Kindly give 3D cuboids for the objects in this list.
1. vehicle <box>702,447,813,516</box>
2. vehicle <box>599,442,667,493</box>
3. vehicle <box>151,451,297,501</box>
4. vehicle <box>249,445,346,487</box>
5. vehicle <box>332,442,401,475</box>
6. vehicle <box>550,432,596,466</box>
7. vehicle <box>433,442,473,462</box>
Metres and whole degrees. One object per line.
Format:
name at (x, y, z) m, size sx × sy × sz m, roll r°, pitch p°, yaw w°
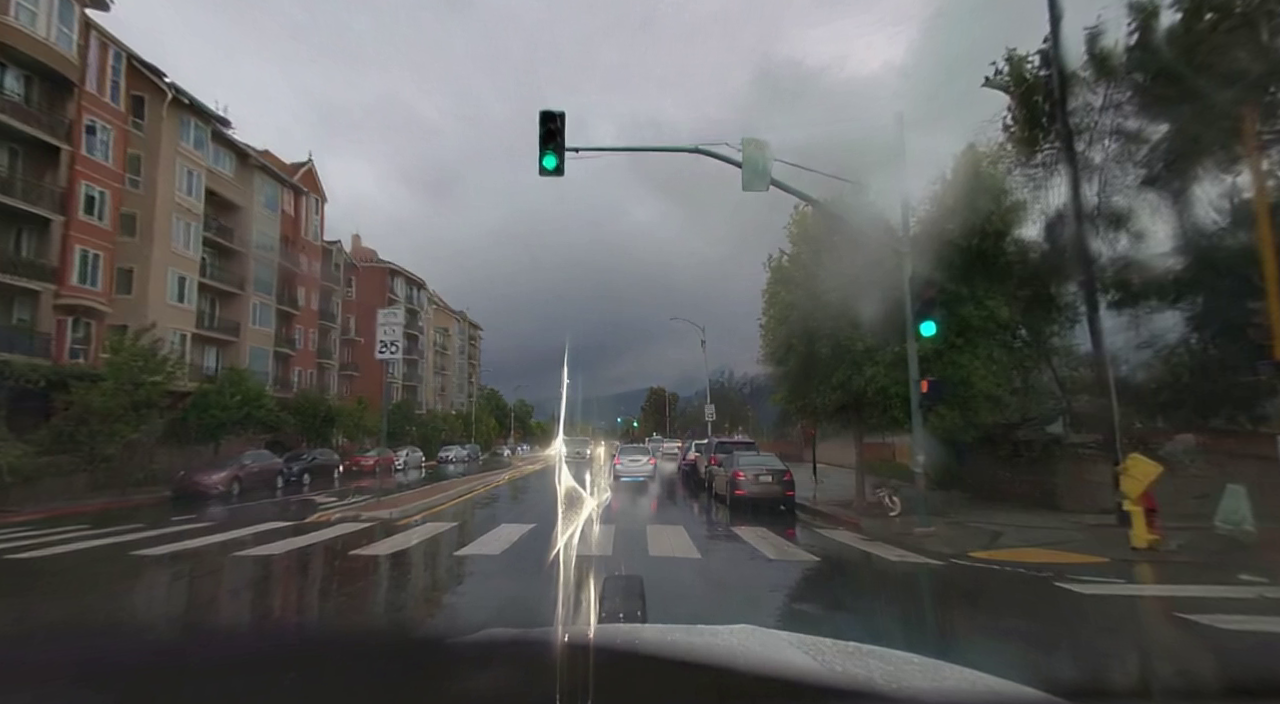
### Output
vehicle at (2.805, 3.190, 16.175) m, size 1.874 × 1.468 × 4.550 m, roll 0°, pitch -8°, yaw -1°
vehicle at (-0.279, 3.723, 20.718) m, size 2.026 × 1.496 × 3.701 m, roll 0°, pitch -8°, yaw -2°
vehicle at (-13.915, 4.125, 21.523) m, size 1.863 × 1.468 × 4.565 m, roll 0°, pitch -8°, yaw 0°
vehicle at (-14.155, 4.697, 26.444) m, size 1.805 × 1.580 × 4.477 m, roll 0°, pitch -8°, yaw -4°
vehicle at (-14.404, 5.630, 33.547) m, size 1.887 × 1.619 × 4.208 m, roll 0°, pitch -8°, yaw -2°
vehicle at (-3.556, 5.290, 34.384) m, size 2.065 × 1.705 × 4.353 m, roll 0°, pitch -8°, yaw 0°
vehicle at (-14.531, 7.802, 49.318) m, size 1.907 × 1.480 × 4.498 m, roll 0°, pitch -8°, yaw -2°
